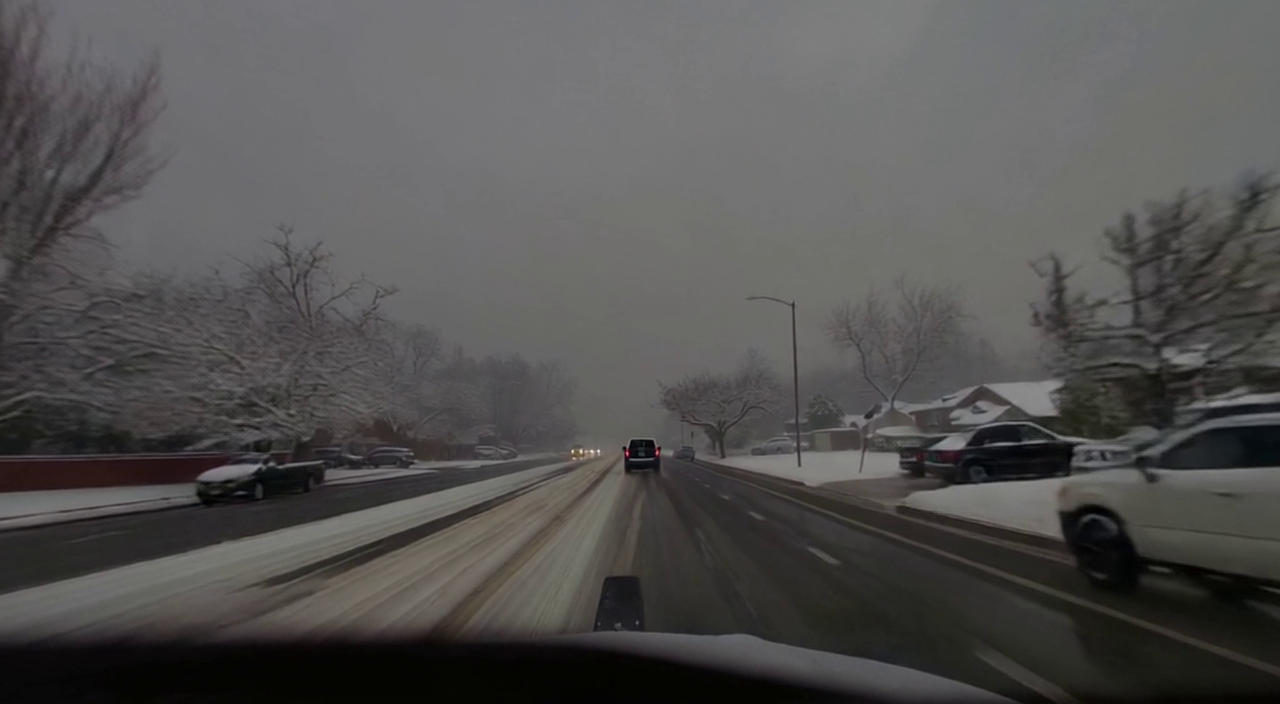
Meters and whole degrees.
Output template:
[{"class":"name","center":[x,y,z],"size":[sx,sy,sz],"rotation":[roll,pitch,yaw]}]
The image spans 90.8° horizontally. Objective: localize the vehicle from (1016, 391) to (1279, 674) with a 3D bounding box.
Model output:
[{"class":"vehicle","center":[5.017,1.141,4.085],"size":[2.153,1.730,4.659],"rotation":[0,-8,-2]}]

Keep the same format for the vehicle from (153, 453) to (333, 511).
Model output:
[{"class":"vehicle","center":[-12.408,4.066,20.381],"size":[2.192,1.541,5.391],"rotation":[0,-8,2]}]

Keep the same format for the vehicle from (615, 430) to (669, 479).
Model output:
[{"class":"vehicle","center":[0.049,4.435,27.607],"size":[2.153,1.942,4.767],"rotation":[0,-8,-1]}]
